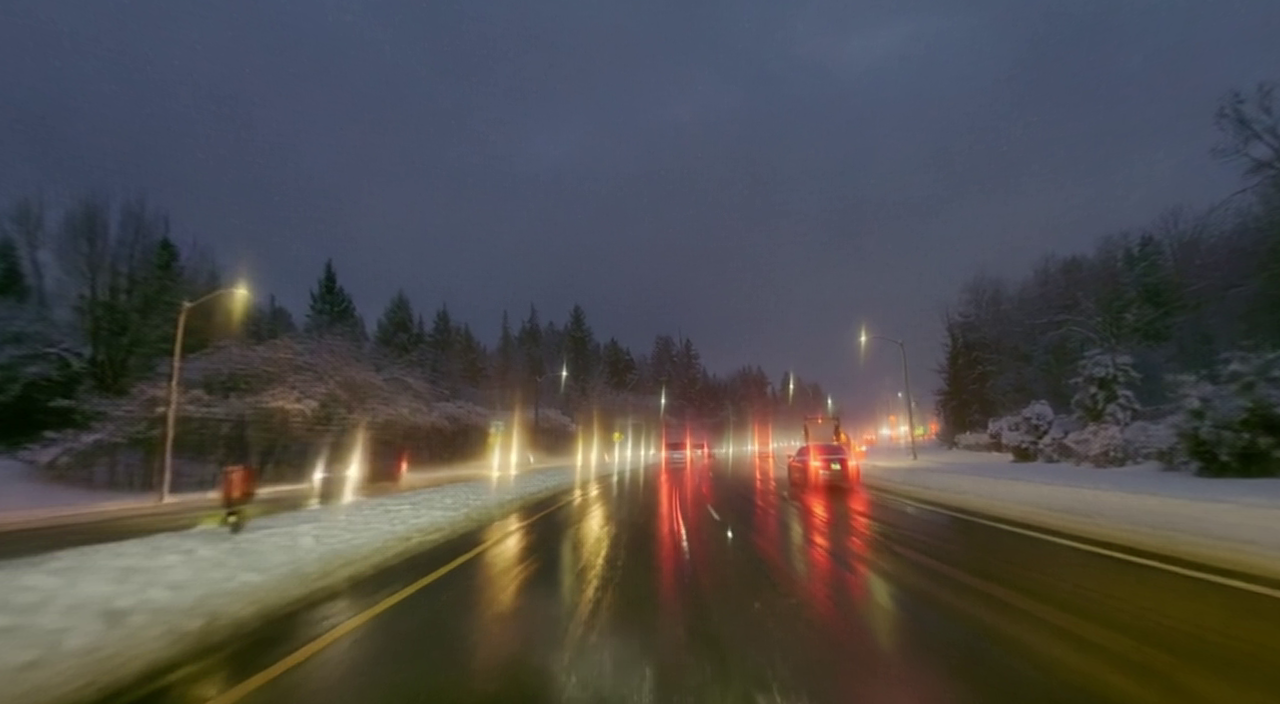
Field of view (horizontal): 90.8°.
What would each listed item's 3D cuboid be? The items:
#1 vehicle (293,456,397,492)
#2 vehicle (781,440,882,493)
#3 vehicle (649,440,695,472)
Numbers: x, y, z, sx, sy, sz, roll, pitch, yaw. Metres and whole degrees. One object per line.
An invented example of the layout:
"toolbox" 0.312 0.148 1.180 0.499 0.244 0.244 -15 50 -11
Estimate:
"vehicle" -13.673 5.667 29.677 2.205 1.446 4.840 -1 -9 5
"vehicle" 5.855 3.526 19.864 2.044 1.474 4.083 -1 -9 3
"vehicle" 1.872 5.882 35.802 2.201 1.676 4.541 -1 -9 7
